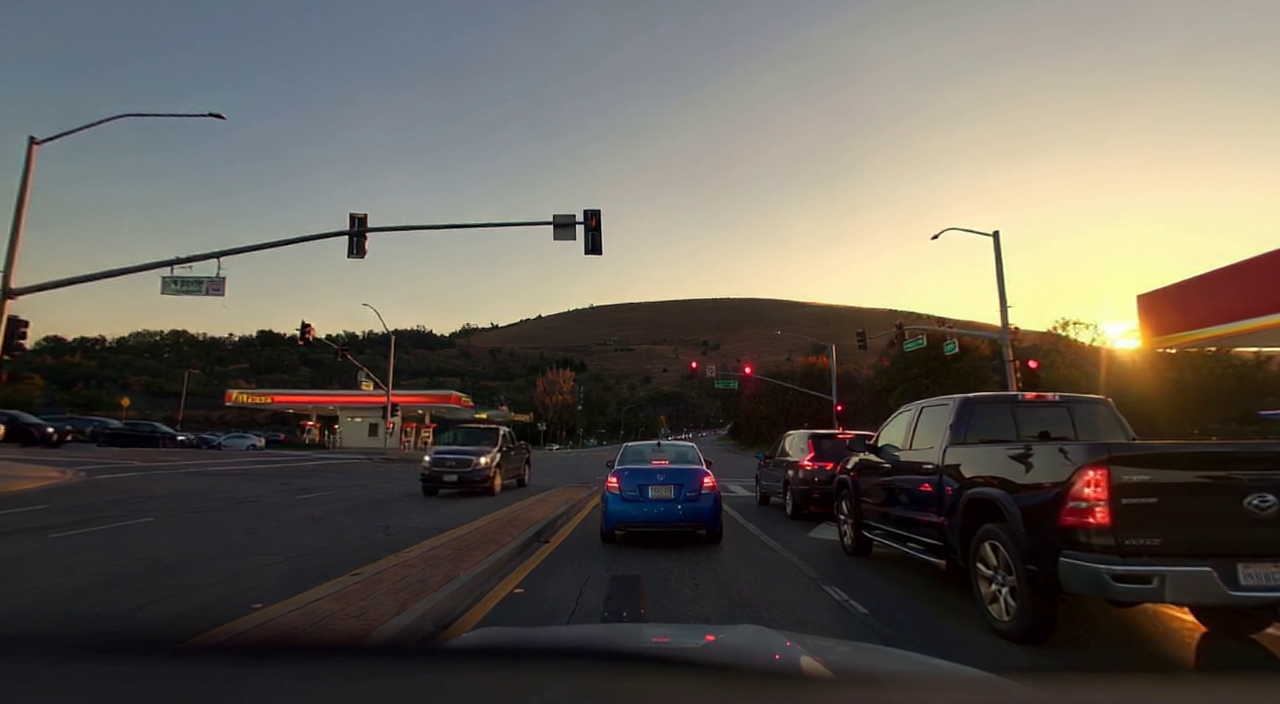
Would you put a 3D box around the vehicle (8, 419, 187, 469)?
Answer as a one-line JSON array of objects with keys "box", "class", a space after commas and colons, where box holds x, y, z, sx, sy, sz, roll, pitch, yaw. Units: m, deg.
[{"box": [-19.668, 3.356, 23.026, 4.742, 1.720, 2.107, -1, -8, 5], "class": "vehicle"}]

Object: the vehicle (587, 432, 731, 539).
[{"box": [0.267, 2.163, 10.853, 2.027, 1.494, 3.824, 0, -8, 0], "class": "vehicle"}]

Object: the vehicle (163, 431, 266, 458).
[{"box": [-23.085, 5.017, 34.313, 4.326, 1.420, 1.798, -1, -8, 4], "class": "vehicle"}]

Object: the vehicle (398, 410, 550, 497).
[{"box": [-4.537, 2.929, 18.506, 2.615, 2.031, 5.638, 2, -8, 3], "class": "vehicle"}]

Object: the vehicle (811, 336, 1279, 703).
[{"box": [3.584, 1.294, 5.893, 2.277, 1.871, 6.143, 0, -8, 0], "class": "vehicle"}]
